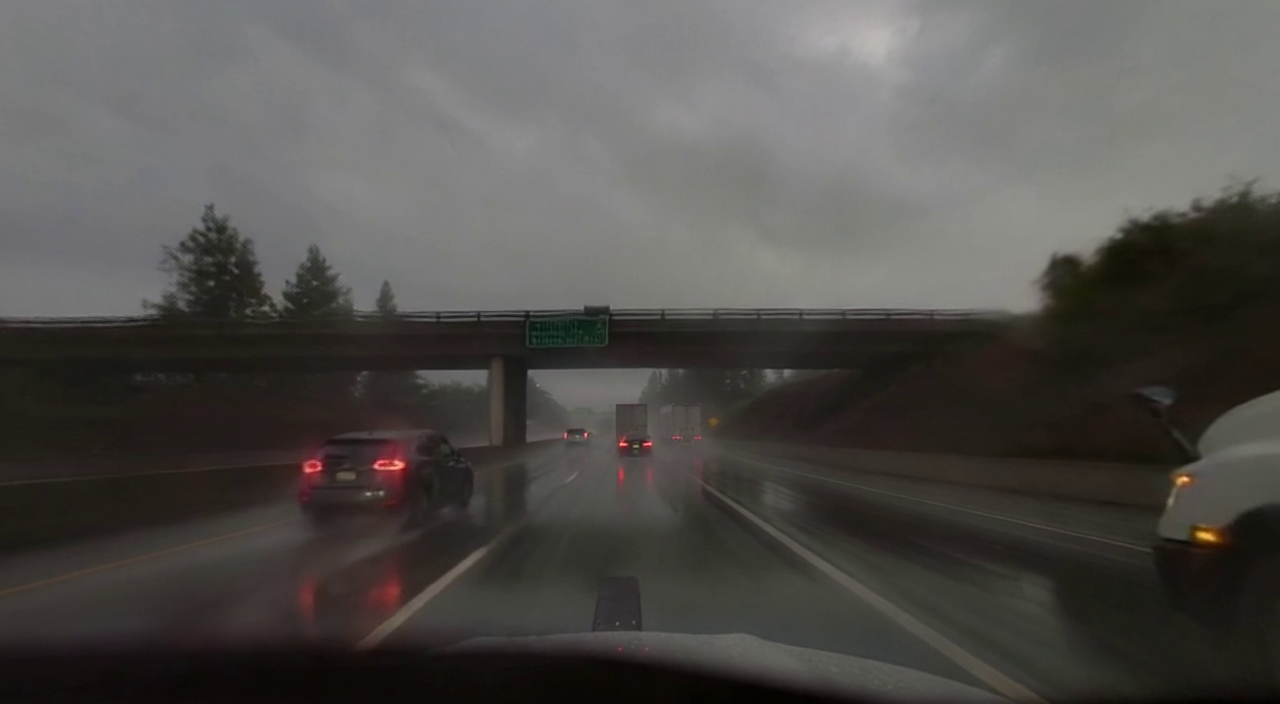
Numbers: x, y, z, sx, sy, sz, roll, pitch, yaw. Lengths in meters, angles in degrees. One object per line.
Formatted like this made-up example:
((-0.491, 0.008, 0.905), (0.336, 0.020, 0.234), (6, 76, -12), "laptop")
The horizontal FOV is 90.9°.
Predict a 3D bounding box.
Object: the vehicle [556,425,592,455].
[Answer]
((-4.557, 6.181, 44.350), (2.013, 1.961, 4.692), (0, -8, 0), "vehicle")

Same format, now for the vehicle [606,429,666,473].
((-0.174, 3.677, 23.678), (2.059, 1.522, 3.693), (0, -8, -1), "vehicle")

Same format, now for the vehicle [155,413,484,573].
((-3.698, 1.692, 8.527), (1.979, 1.527, 4.754), (0, -8, -1), "vehicle")
